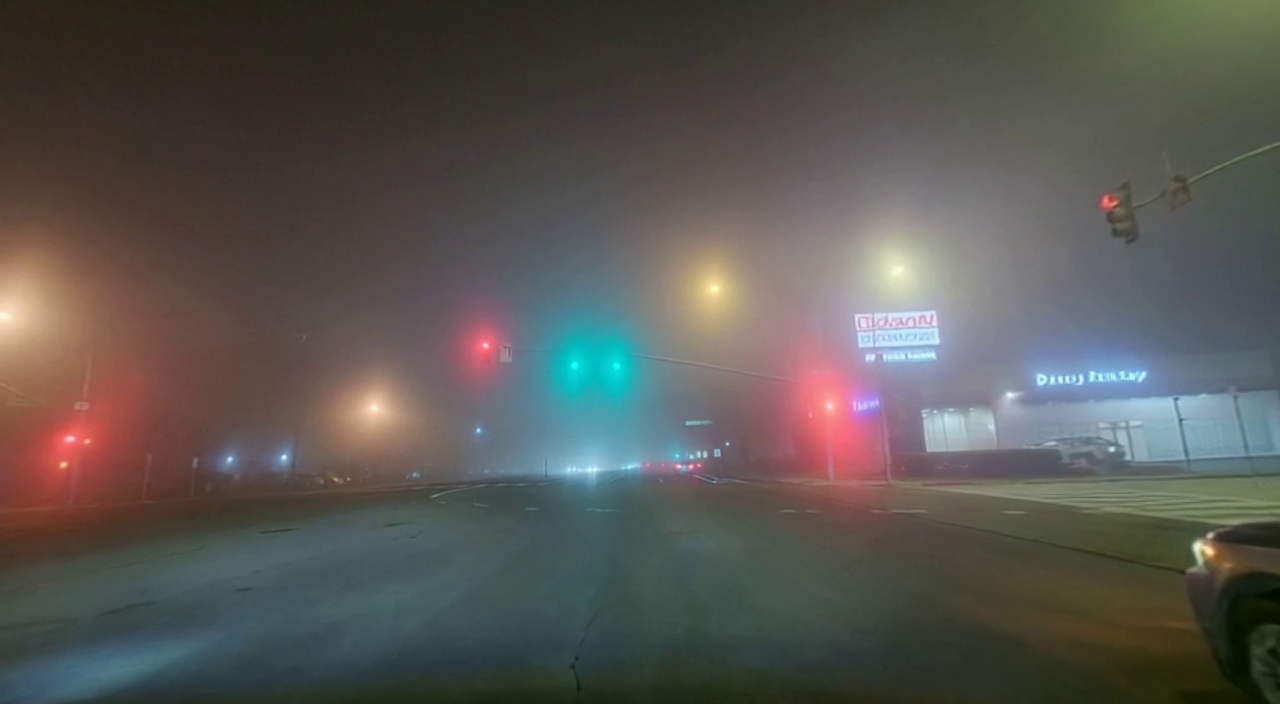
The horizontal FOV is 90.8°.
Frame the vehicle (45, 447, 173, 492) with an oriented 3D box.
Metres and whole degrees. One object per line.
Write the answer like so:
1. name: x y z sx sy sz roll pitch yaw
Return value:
1. vehicle: -40.916 9.019 48.808 7.220 3.287 2.764 0 -8 0
